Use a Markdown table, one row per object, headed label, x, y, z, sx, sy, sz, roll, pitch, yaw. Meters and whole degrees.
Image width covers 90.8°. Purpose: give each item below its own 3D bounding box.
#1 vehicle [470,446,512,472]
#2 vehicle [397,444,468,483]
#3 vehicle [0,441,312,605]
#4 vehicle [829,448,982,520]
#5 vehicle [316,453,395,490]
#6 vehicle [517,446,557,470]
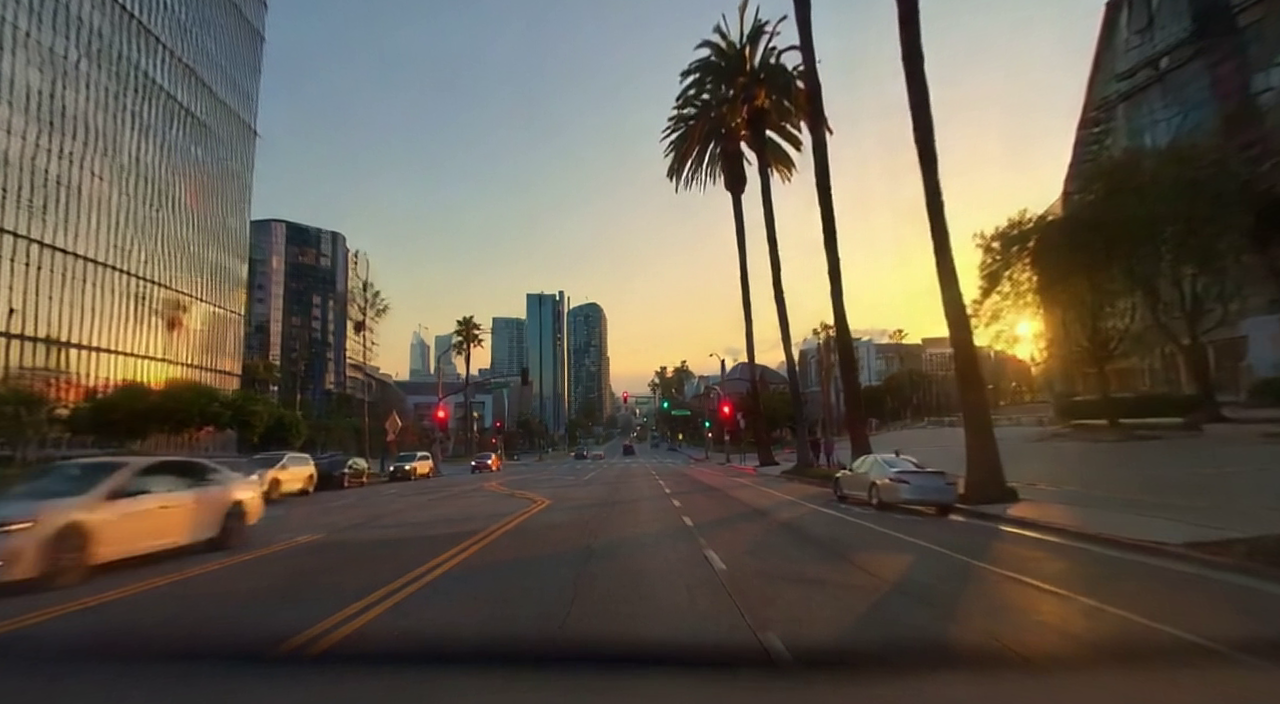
| label | x | y | z | sx | sy | sz | roll | pitch | yaw |
| --- | --- | --- | --- | --- | --- | --- | --- | --- | --- |
| vehicle | -10.352 | 7.457 | 44.285 | 1.923 | 1.662 | 4.318 | 0 | -8 | -1 |
| vehicle | -9.844 | 5.287 | 30.319 | 1.940 | 1.726 | 4.395 | 0 | -8 | 0 |
| vehicle | -6.479 | 1.927 | 8.175 | 2.069 | 1.512 | 4.406 | 0 | -8 | 0 |
| vehicle | 5.692 | 2.834 | 14.084 | 1.784 | 1.350 | 3.677 | 0 | -8 | 0 |
| vehicle | -13.337 | 5.587 | 29.867 | 1.855 | 1.546 | 4.095 | 0 | -8 | -1 |
| vehicle | -6.785 | 7.024 | 42.032 | 1.868 | 1.467 | 4.267 | 0 | -8 | 1 |
